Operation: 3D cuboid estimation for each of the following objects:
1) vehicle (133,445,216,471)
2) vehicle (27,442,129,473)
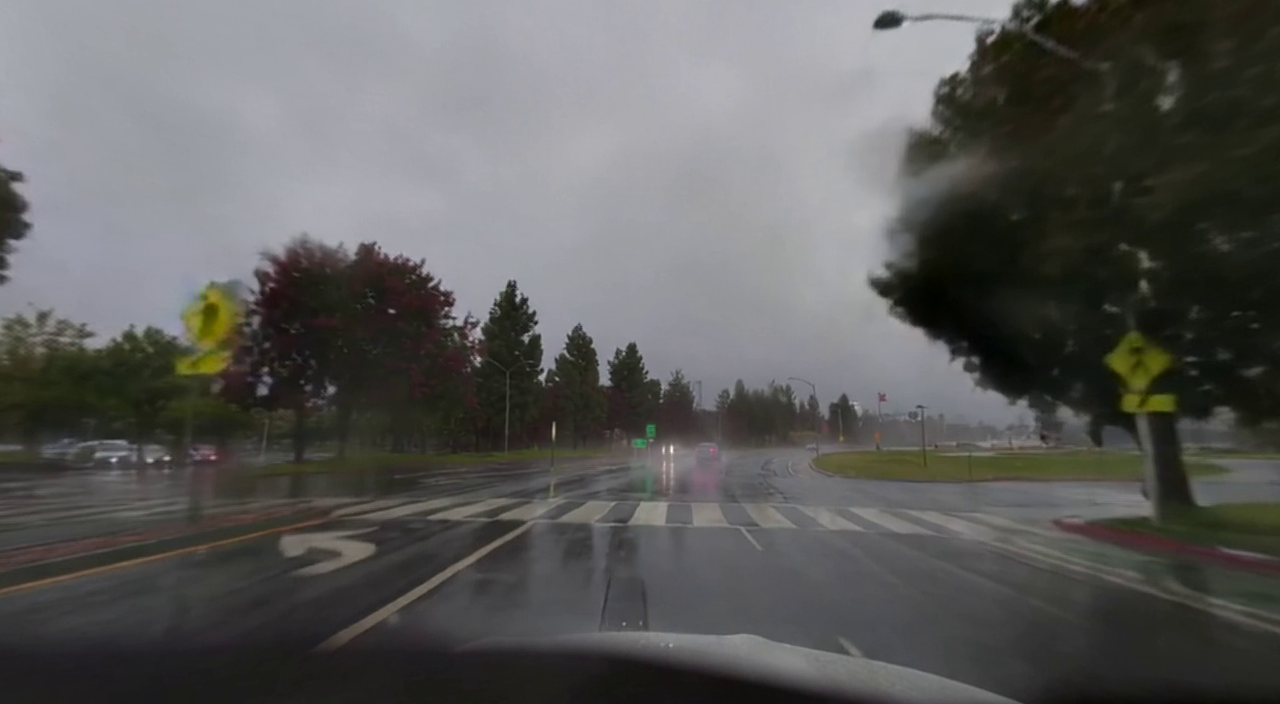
[{"bbox_3d":[-32.463,7.383,43.993,4.787,1.709,2.164,-3,-9,19],"label":"vehicle"},{"bbox_3d":[-33.974,6.348,38.148,4.856,1.795,2.030,-2,-9,14],"label":"vehicle"}]
